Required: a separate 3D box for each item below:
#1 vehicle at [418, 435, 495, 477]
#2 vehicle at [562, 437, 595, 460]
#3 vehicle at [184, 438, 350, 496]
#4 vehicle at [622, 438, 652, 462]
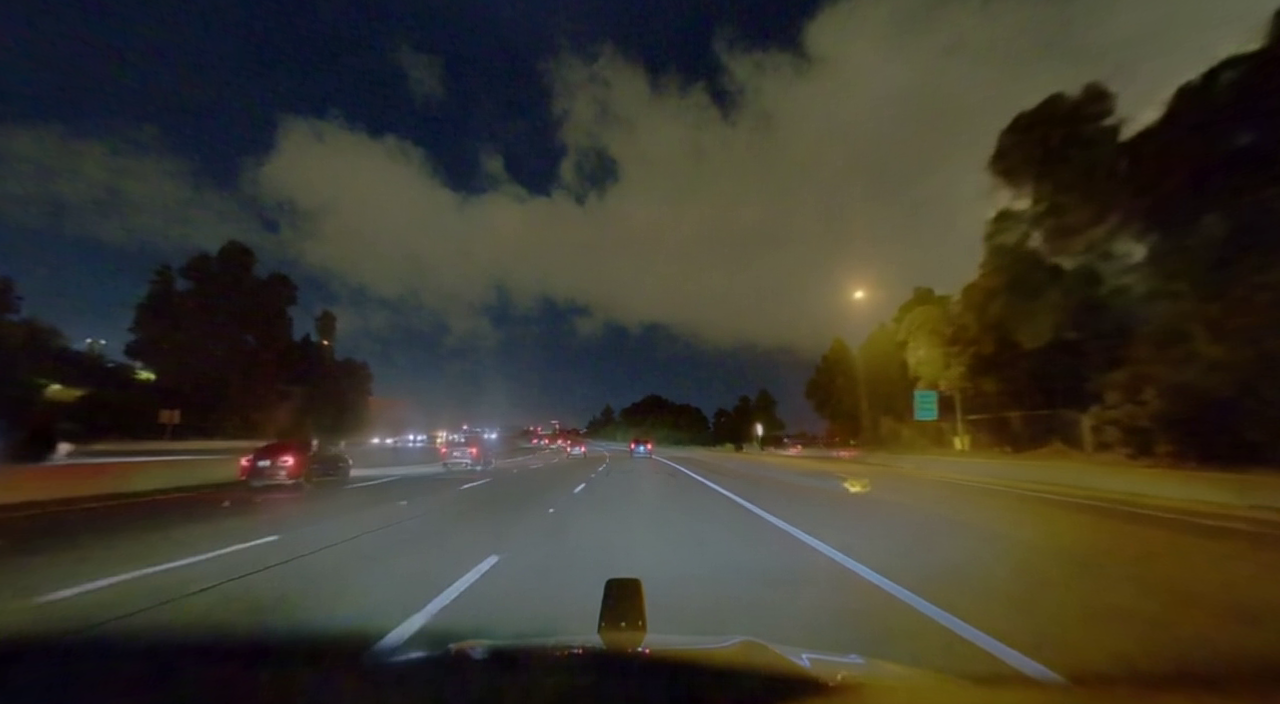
[{"bbox_3d":[-7.698,4.384,26.929,2.086,1.628,4.039,0,-8,0],"label":"vehicle"},{"bbox_3d":[-4.406,6.953,45.539,1.991,1.610,4.606,0,-8,-1],"label":"vehicle"},{"bbox_3d":[-10.724,3.308,18.710,1.935,1.474,5.033,0,-8,-1],"label":"vehicle"},{"bbox_3d":[-0.223,6.431,41.453,1.881,1.460,3.694,0,-8,-2],"label":"vehicle"}]
